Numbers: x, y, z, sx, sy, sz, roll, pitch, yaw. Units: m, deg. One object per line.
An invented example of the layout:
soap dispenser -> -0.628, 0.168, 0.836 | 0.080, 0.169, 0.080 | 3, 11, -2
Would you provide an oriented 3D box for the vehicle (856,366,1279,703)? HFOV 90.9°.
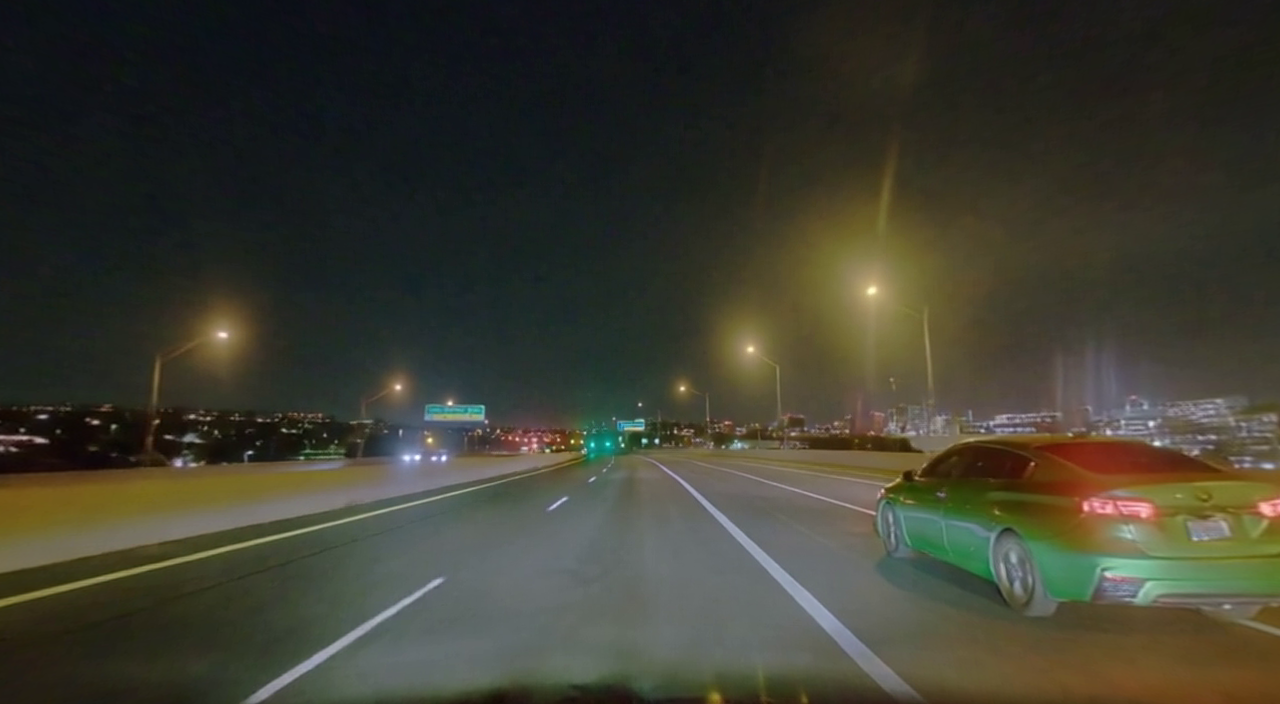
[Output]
vehicle -> 3.486, 1.182, 4.674 | 2.104, 1.575, 4.698 | 0, -9, 0
